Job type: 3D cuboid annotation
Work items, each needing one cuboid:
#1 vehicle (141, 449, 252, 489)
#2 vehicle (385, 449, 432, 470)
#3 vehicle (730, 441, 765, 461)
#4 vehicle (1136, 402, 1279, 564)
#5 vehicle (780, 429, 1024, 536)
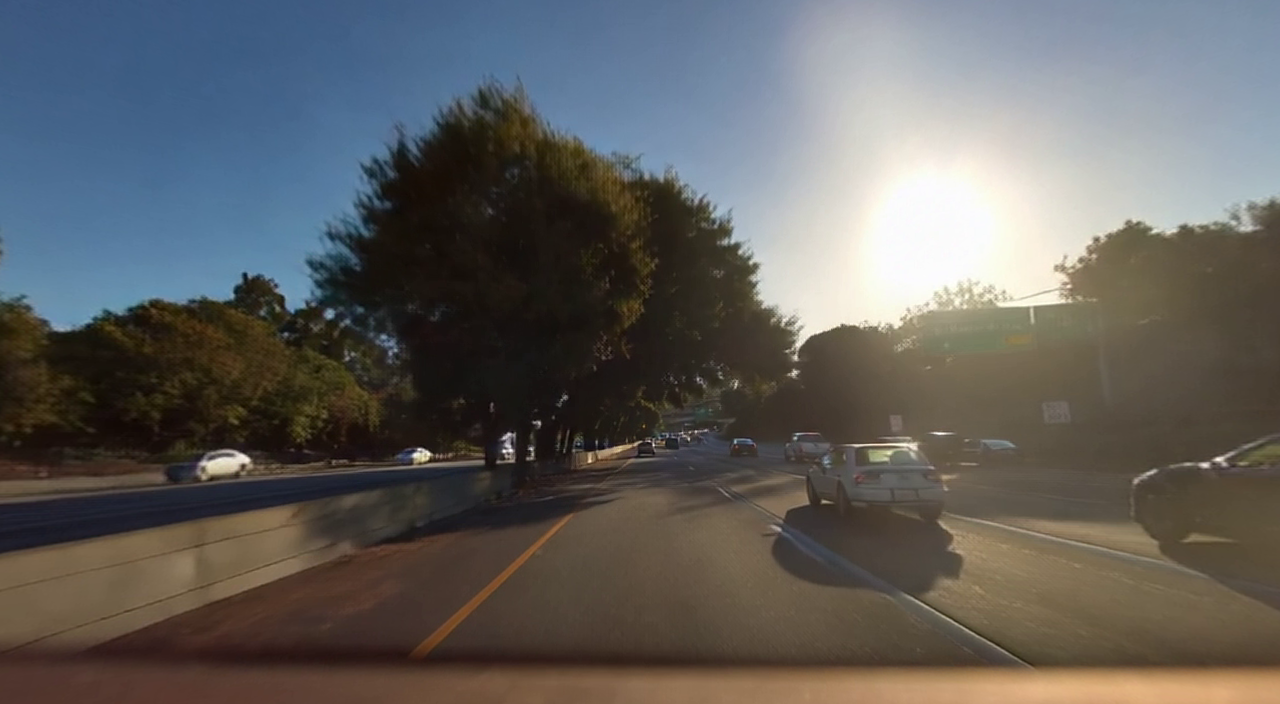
[{"bbox_3d":[-21.565,5.671,30.945,2.117,1.716,4.533,0,-8,0],"label":"vehicle"},{"bbox_3d":[-17.555,8.173,48.098,1.882,1.477,4.563,0,-8,0],"label":"vehicle"},{"bbox_3d":[8.186,7.558,48.375,1.919,1.476,4.303,0,-8,-1],"label":"vehicle"},{"bbox_3d":[7.725,1.319,6.210,1.966,1.686,4.532,0,-8,0],"label":"vehicle"},{"bbox_3d":[4.245,2.205,11.426,2.223,1.483,5.075,0,-8,0],"label":"vehicle"}]
